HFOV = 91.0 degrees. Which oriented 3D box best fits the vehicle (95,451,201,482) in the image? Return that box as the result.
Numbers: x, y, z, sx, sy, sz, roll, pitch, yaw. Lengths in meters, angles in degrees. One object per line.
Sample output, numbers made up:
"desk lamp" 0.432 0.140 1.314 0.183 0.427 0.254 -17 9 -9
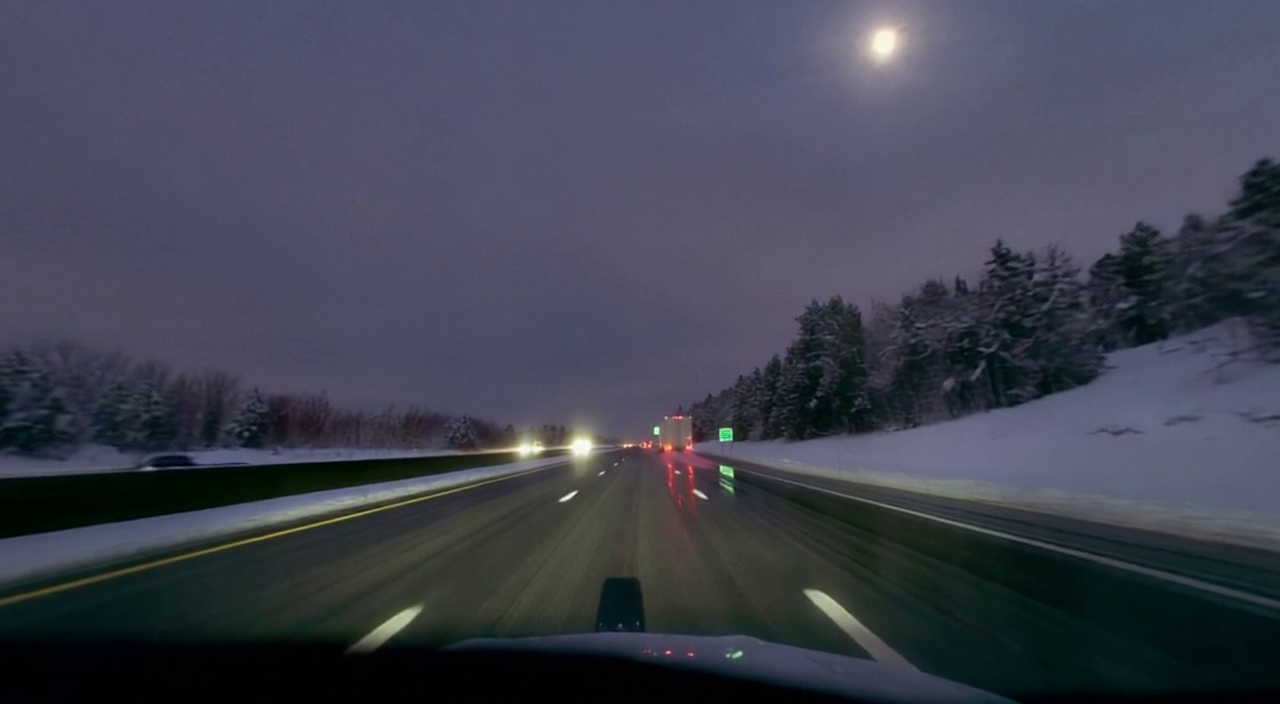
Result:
"vehicle" -26.987 6.264 34.793 1.936 1.507 4.806 0 -9 1
